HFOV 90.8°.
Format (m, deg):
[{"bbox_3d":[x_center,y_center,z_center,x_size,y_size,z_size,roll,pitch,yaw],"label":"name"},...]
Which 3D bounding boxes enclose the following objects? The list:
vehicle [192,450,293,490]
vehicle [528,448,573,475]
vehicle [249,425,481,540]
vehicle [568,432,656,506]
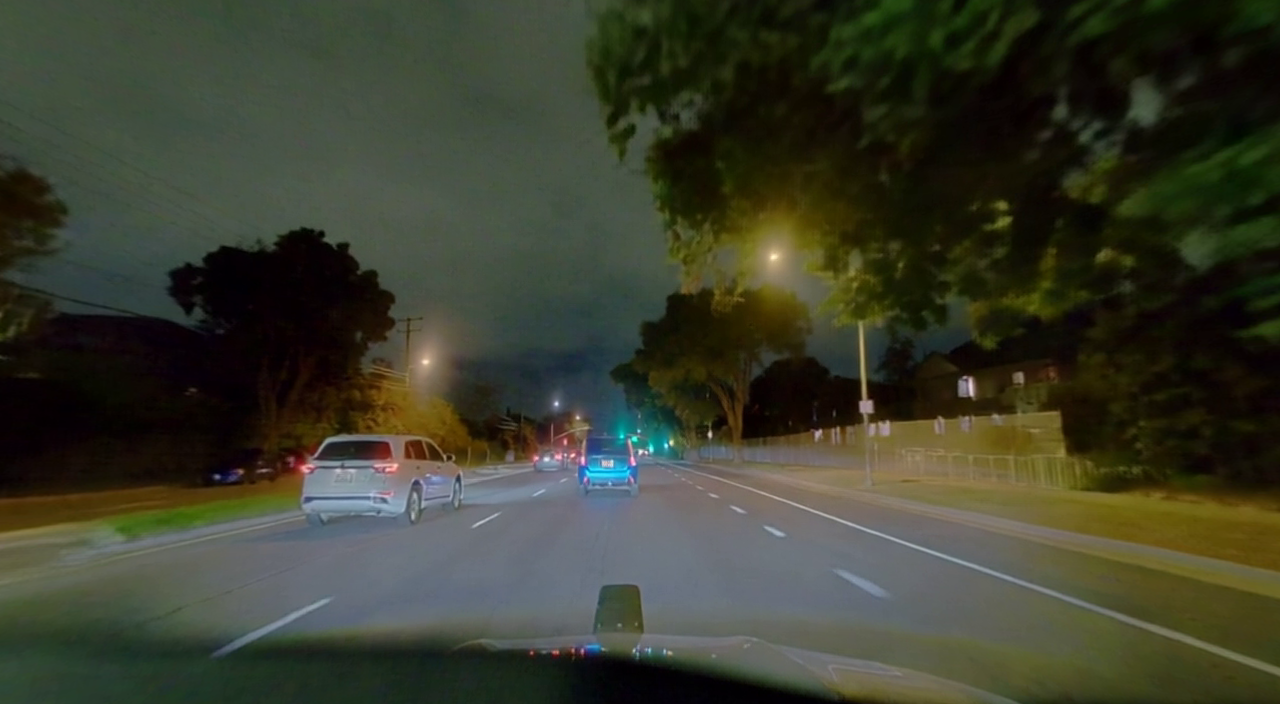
[{"bbox_3d":[-19.384,5.738,31.120,1.971,1.759,4.631,0,-9,-1],"label":"vehicle"},{"bbox_3d":[-5.321,6.551,38.067,2.014,1.493,4.658,0,-9,0],"label":"vehicle"},{"bbox_3d":[-4.751,2.322,11.917,2.243,1.722,4.621,0,-9,0],"label":"vehicle"},{"bbox_3d":[-0.714,3.161,17.467,2.131,1.761,4.242,0,-9,-1],"label":"vehicle"}]
